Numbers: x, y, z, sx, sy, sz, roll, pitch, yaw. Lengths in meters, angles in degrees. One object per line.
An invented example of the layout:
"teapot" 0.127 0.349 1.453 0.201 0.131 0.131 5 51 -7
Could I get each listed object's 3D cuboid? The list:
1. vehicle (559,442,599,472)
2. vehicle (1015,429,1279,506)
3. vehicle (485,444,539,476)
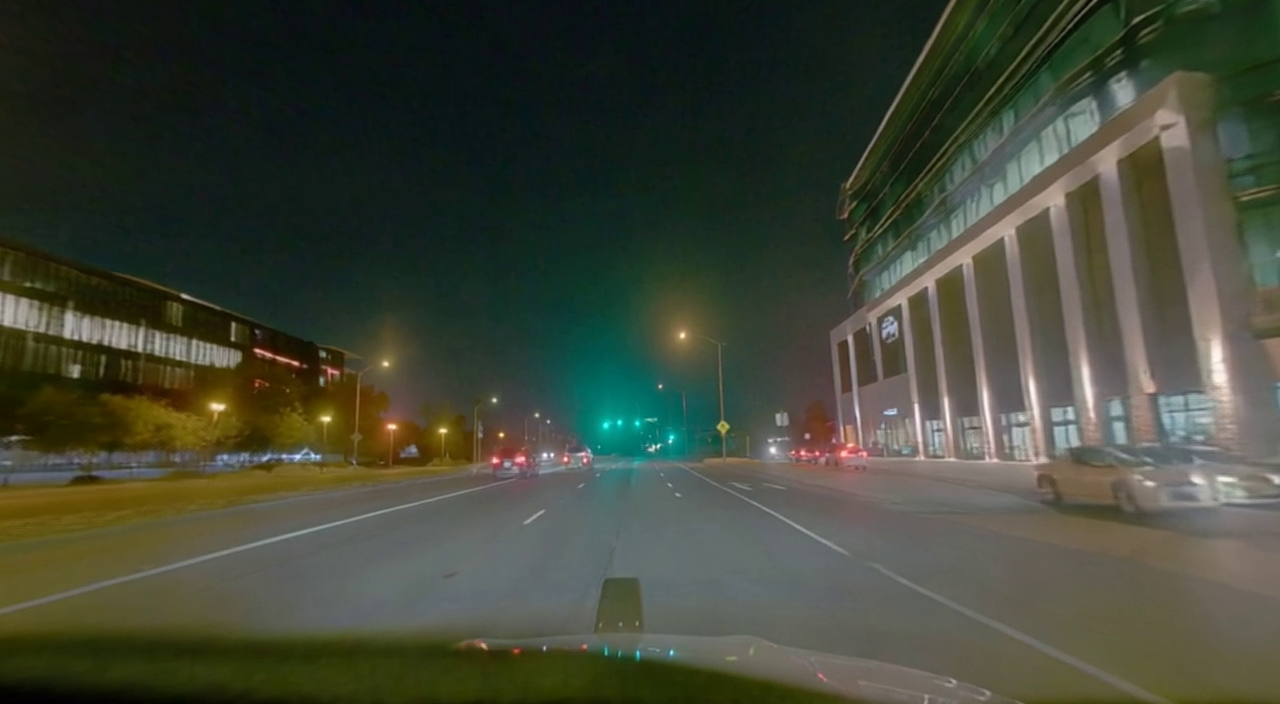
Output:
"vehicle" -3.747 6.535 39.364 2.052 1.729 4.195 0 -9 1
"vehicle" 11.265 2.531 14.029 4.513 1.541 1.948 -1 -9 6
"vehicle" -6.831 5.780 34.087 1.909 1.605 4.561 0 -9 1
